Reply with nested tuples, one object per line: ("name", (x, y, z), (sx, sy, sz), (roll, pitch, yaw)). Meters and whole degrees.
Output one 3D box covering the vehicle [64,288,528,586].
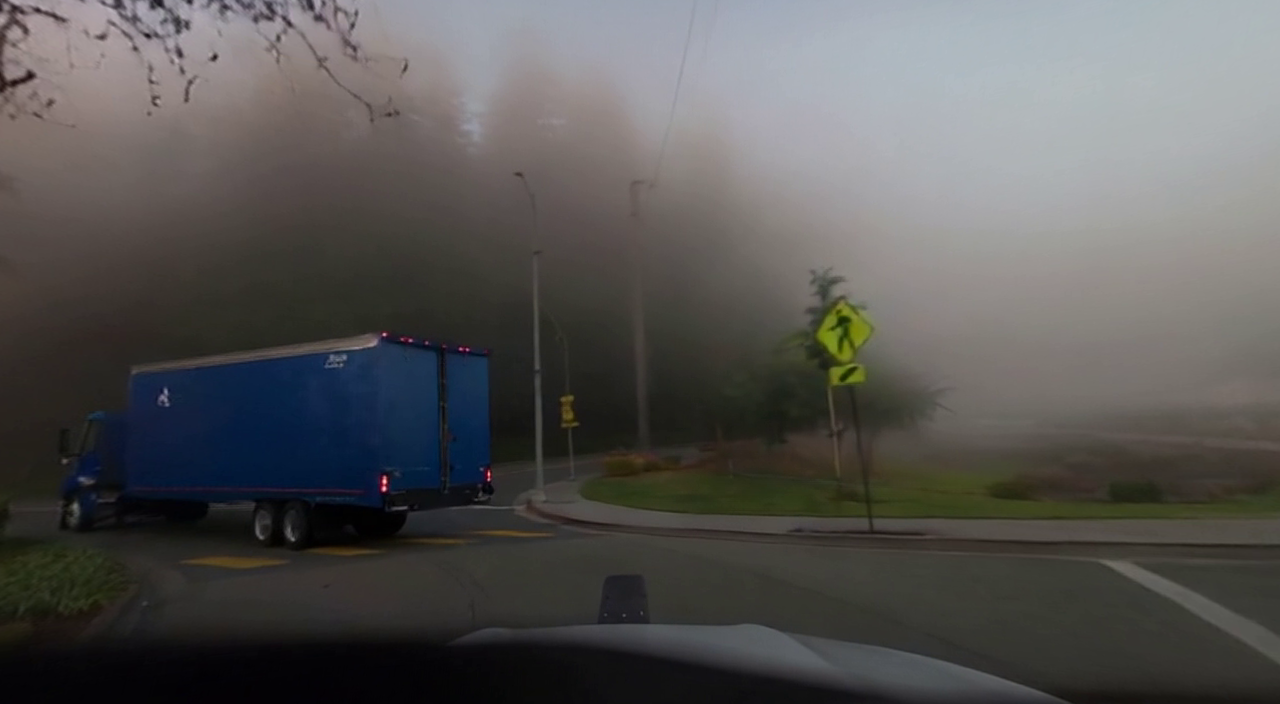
("vehicle", (-6.499, 1.458, 10.959), (9.680, 3.326, 2.838), (-6, -10, 34))
